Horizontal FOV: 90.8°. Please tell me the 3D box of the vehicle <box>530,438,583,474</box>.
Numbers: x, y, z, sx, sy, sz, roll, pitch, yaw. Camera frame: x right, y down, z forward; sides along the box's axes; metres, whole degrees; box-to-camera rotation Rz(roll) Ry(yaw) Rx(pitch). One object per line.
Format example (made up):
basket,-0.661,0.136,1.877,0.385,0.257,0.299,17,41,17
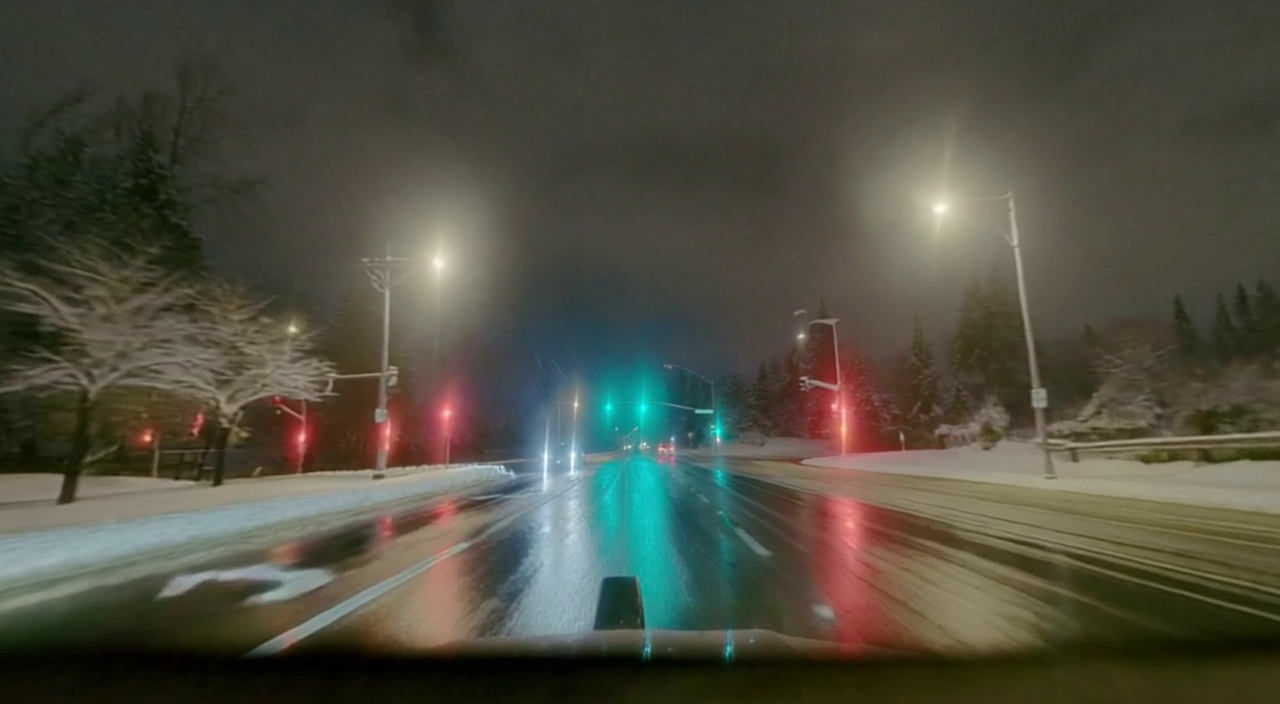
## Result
vehicle,-4.288,5.425,33.190,2.156,1.722,4.484,-1,-8,1
